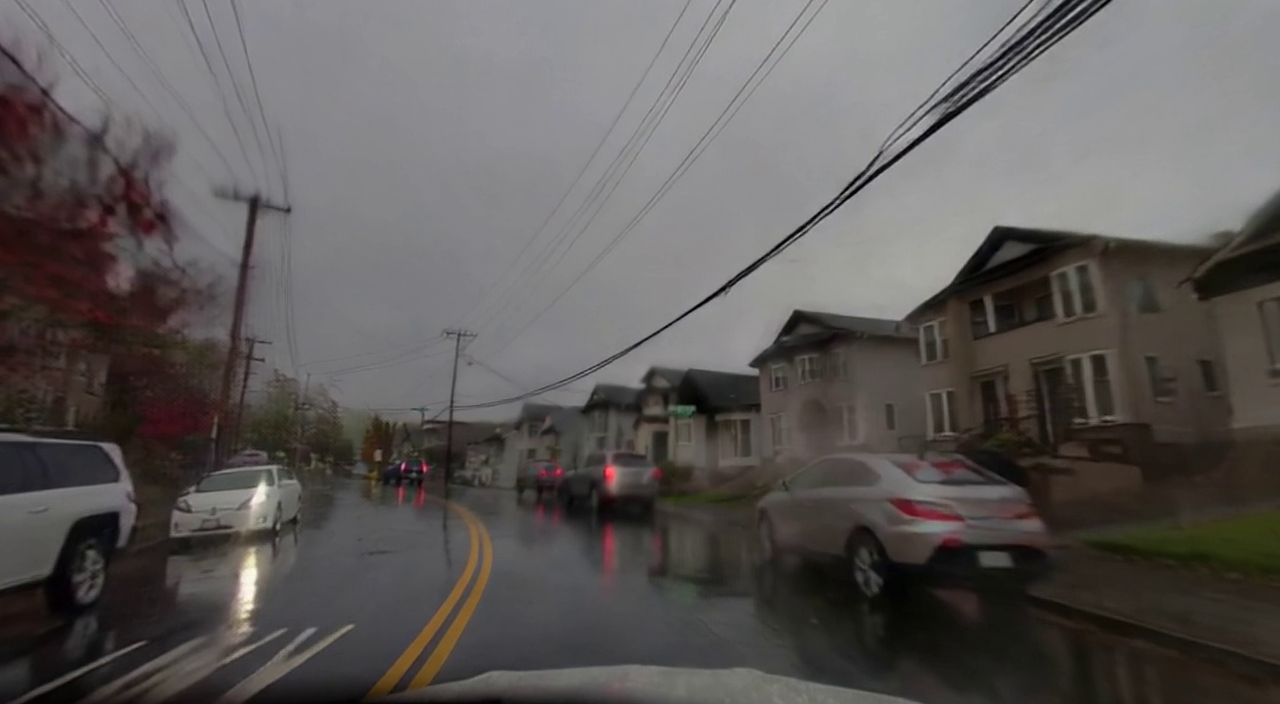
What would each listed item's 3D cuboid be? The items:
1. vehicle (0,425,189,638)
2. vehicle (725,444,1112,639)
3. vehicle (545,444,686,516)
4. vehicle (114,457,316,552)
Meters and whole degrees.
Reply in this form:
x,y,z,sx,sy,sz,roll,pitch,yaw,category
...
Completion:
x,y,z,sx,sy,sz,roll,pitch,yaw,category
-6.825,1.660,5.559,2.378,1.840,5.389,-3,-8,-8,vehicle
2.655,1.894,7.518,1.923,1.531,4.568,3,-9,-10,vehicle
-0.984,4.009,20.361,2.449,1.869,5.504,8,-11,-24,vehicle
-8.495,3.002,13.231,2.197,1.462,4.524,2,-9,-17,vehicle
